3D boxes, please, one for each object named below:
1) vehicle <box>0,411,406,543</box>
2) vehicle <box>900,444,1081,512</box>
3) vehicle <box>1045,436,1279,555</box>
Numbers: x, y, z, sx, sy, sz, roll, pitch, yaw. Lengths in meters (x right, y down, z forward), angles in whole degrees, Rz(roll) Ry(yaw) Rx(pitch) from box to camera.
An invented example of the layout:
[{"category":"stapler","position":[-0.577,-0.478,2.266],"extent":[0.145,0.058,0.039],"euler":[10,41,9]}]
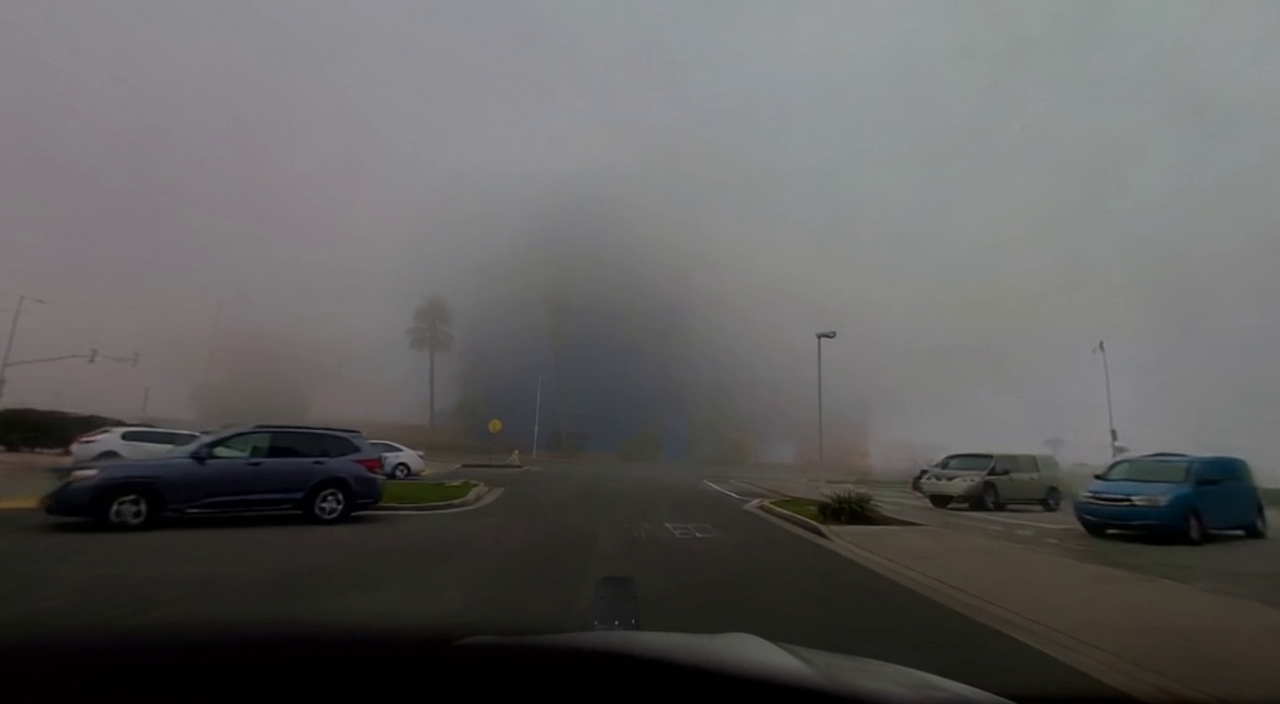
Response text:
[{"category":"vehicle","position":[-6.058,1.726,9.234],"extent":[4.542,1.483,2.174],"euler":[5,-10,-31]},{"category":"vehicle","position":[9.598,3.367,17.258],"extent":[4.651,1.610,2.157],"euler":[6,-11,-30]},{"category":"vehicle","position":[9.987,2.525,11.636],"extent":[4.758,1.759,2.068],"euler":[6,-11,-28]}]
